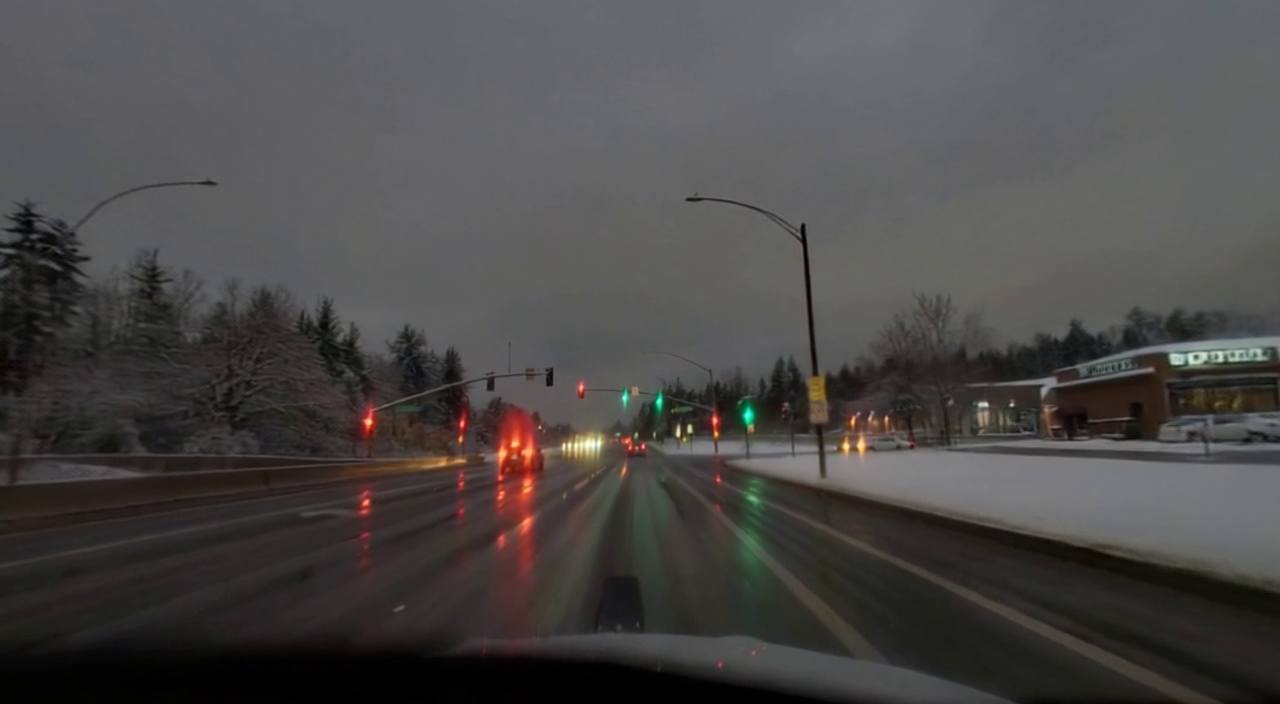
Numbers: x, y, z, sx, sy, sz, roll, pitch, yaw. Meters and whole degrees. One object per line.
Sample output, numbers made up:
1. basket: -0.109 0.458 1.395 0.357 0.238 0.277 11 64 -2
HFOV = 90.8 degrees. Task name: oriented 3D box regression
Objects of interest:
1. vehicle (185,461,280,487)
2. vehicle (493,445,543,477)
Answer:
1. vehicle: -24.761 7.428 38.514 4.403 1.465 1.928 0 -9 -3
2. vehicle: -6.063 5.457 31.867 1.928 1.451 4.219 0 -9 -4
